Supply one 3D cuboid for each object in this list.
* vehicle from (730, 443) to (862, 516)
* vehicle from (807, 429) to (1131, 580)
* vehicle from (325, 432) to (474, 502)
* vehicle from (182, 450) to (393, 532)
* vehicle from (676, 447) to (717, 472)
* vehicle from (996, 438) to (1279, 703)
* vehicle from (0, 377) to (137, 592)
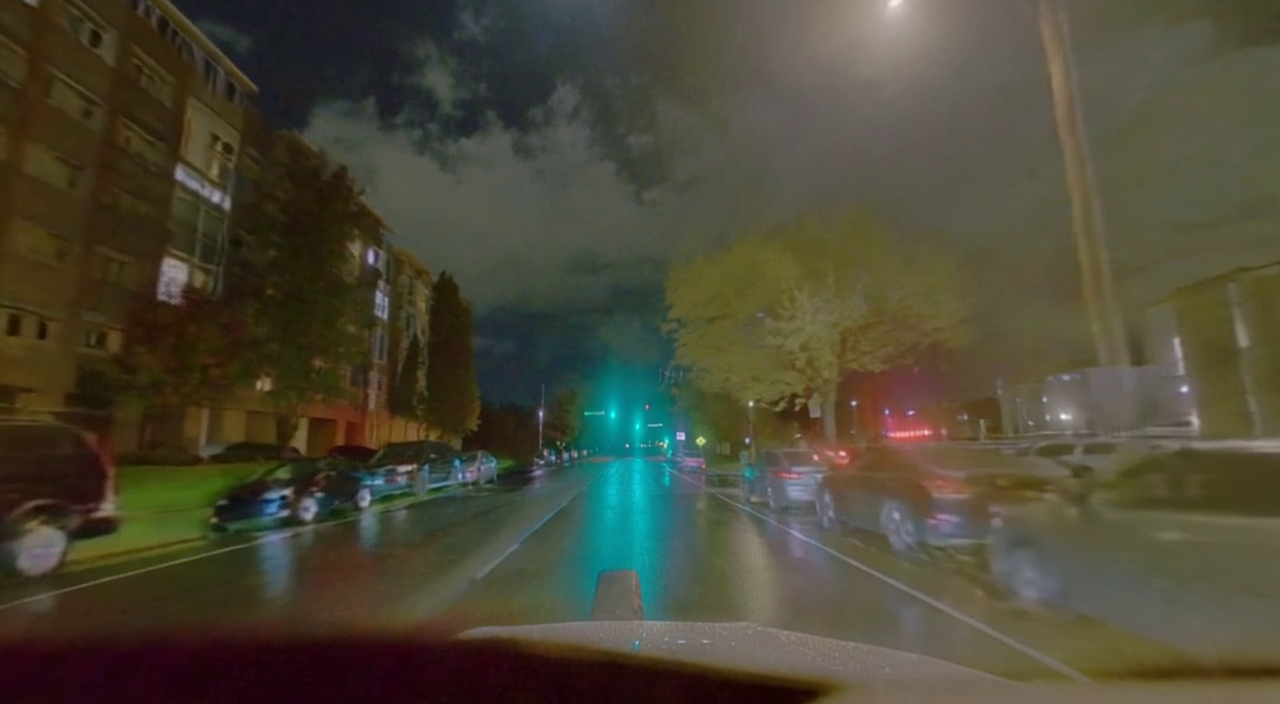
[{"bbox_3d":[3.525,2.962,15.231,2.033,1.467,4.471,0,-9,0],"label":"vehicle"},{"bbox_3d":[4.055,1.929,8.942,1.854,1.537,4.759,0,-9,-3],"label":"vehicle"},{"bbox_3d":[-7.622,3.709,20.873,2.613,1.959,5.843,0,-9,0],"label":"vehicle"},{"bbox_3d":[-7.568,2.995,14.254,2.057,1.486,4.759,0,-9,0],"label":"vehicle"},{"bbox_3d":[3.460,6.734,39.602,2.005,1.466,4.767,0,-9,-1],"label":"vehicle"},{"bbox_3d":[4.032,1.137,3.013,2.090,1.435,4.376,0,-9,0],"label":"vehicle"},{"bbox_3d":[-7.577,1.208,5.413,2.146,2.167,5.339,0,-9,-2],"label":"vehicle"}]
